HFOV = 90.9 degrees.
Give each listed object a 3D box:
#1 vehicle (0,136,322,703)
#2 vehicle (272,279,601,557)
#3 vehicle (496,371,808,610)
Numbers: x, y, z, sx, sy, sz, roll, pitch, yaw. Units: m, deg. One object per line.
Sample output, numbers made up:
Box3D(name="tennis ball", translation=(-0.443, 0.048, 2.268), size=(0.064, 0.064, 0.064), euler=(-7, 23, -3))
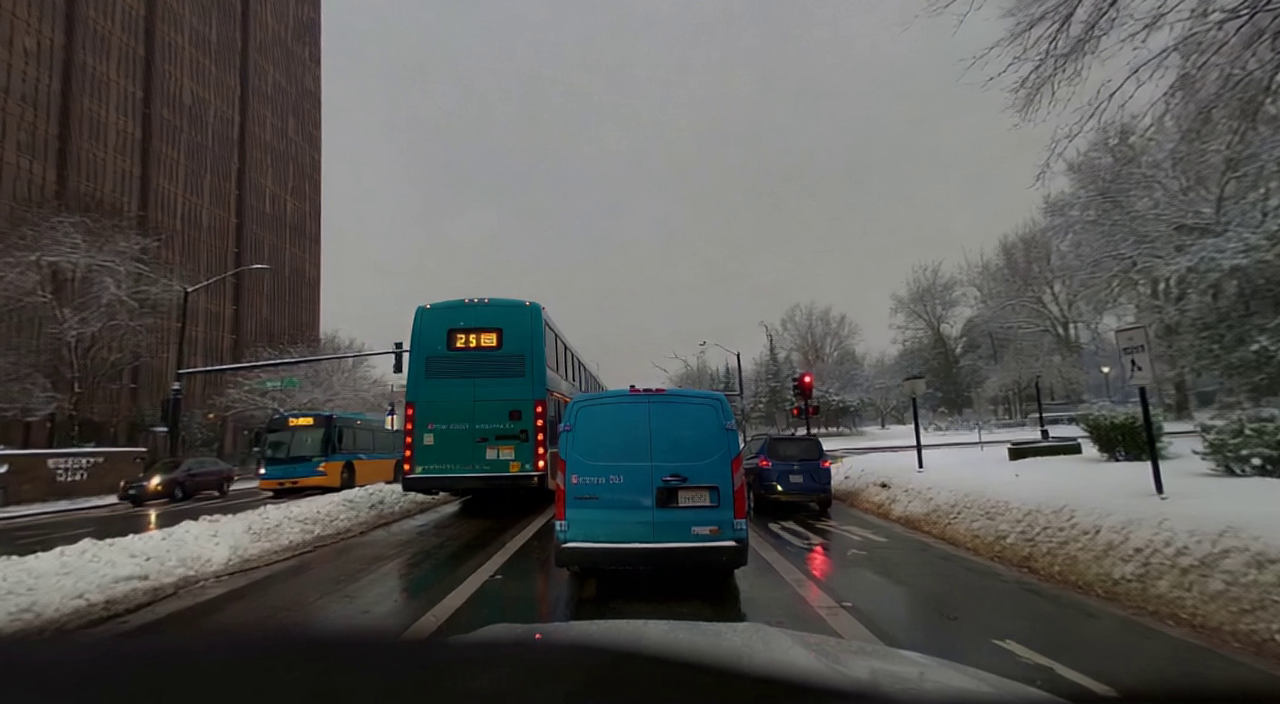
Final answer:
Box3D(name="vehicle", translation=(-2.752, 0.316, 0.191), size=(2.329, 2.089, 5.659), euler=(0, -9, 0))
Box3D(name="vehicle", translation=(-2.901, 1.791, 14.625), size=(3.042, 3.445, 13.615), euler=(0, -9, 0))
Box3D(name="vehicle", translation=(0.123, 1.437, 7.294), size=(2.500, 1.912, 4.270), euler=(0, -9, 1))
